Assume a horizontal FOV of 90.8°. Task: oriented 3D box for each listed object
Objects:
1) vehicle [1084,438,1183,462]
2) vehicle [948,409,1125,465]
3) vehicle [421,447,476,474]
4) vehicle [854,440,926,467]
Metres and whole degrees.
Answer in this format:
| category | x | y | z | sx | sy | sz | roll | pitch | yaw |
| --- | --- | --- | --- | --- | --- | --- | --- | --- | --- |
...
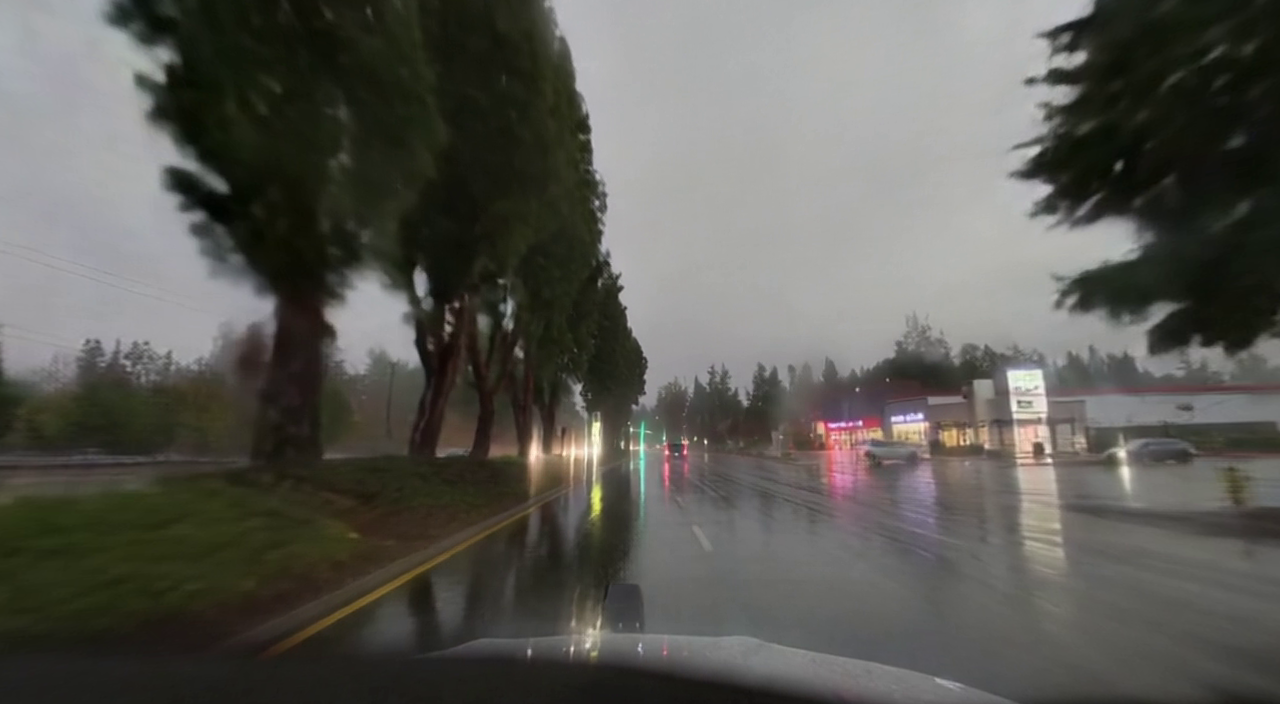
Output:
| category | x | y | z | sx | sy | sz | roll | pitch | yaw |
| --- | --- | --- | --- | --- | --- | --- | --- | --- | --- |
| vehicle | 31.352 | 6.239 | 40.207 | 4.610 | 1.452 | 2.009 | 0 | -9 | -1 |
| vehicle | 30.388 | 6.529 | 48.750 | 11.456 | 3.682 | 3.010 | -2 | -7 | -1 |
| vehicle | -11.018 | 6.278 | 36.735 | 1.822 | 1.444 | 4.338 | -1 | -9 | 0 |
| vehicle | 16.437 | 6.633 | 41.517 | 4.319 | 1.624 | 1.988 | 4 | -10 | -27 |
